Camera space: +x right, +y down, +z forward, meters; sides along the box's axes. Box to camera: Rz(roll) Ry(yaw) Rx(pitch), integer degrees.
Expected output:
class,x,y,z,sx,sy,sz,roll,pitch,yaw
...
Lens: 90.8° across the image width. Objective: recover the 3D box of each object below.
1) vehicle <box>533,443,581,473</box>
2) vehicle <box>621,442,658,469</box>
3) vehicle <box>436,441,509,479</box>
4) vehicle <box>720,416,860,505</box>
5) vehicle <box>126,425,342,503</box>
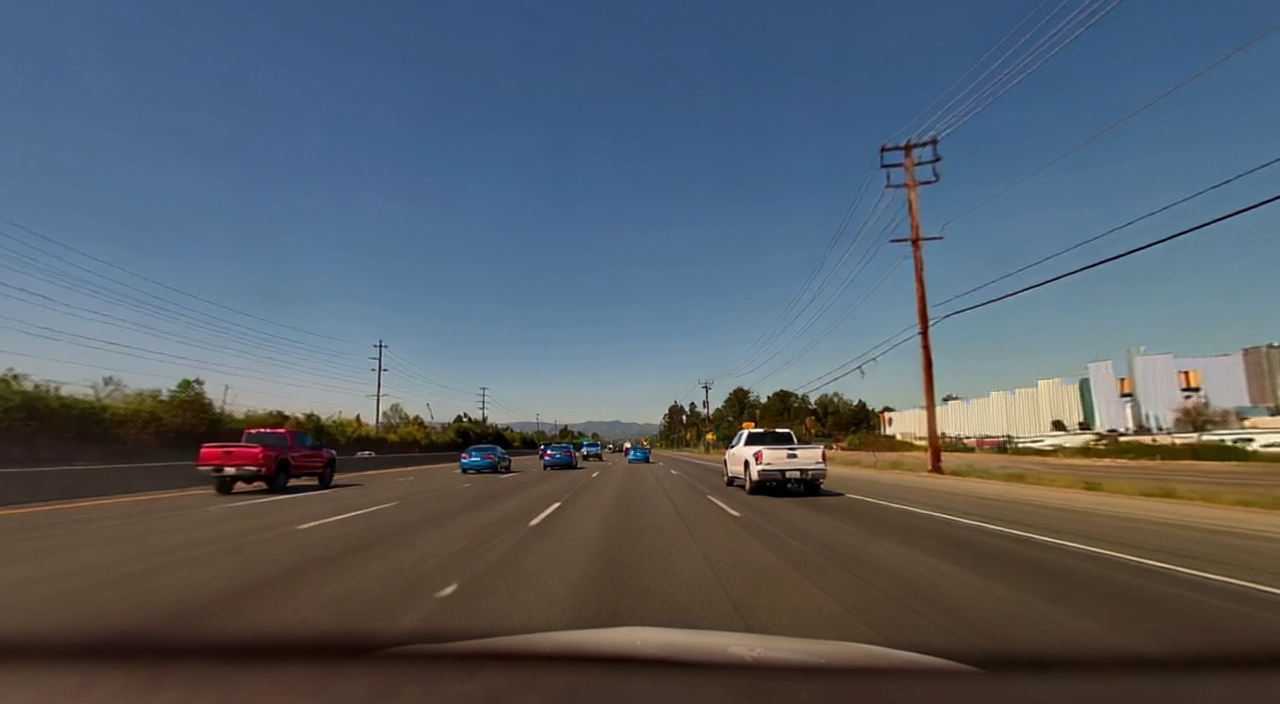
class,x,y,z,sx,sy,sz,roll,pitch,yaw
vehicle,-4.235,5.468,32.798,1.938,1.444,4.206,0,-8,-1
vehicle,-0.059,6.065,37.169,2.030,1.471,4.115,0,-8,-1
vehicle,-7.281,4.726,28.010,1.959,1.496,4.740,0,-8,0
vehicle,3.617,2.739,16.426,2.231,1.919,5.086,0,-8,-2
vehicle,-11.242,3.147,18.301,2.317,1.881,5.903,0,-8,0
